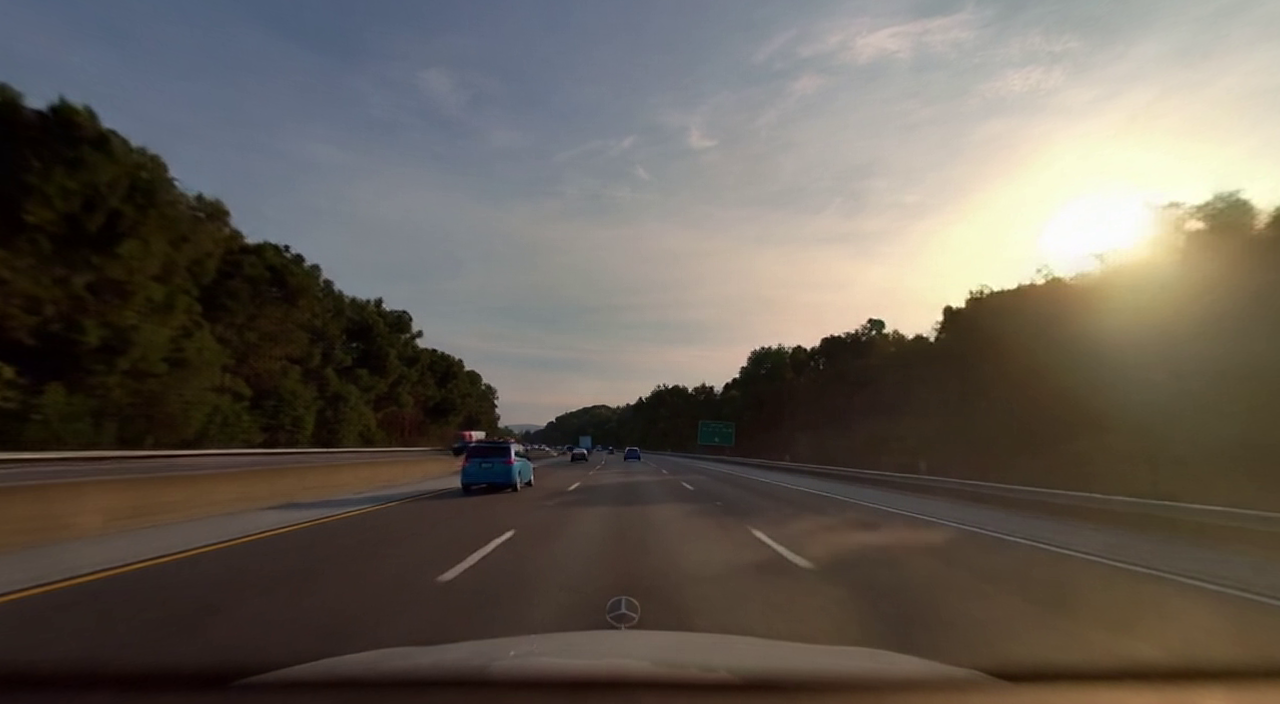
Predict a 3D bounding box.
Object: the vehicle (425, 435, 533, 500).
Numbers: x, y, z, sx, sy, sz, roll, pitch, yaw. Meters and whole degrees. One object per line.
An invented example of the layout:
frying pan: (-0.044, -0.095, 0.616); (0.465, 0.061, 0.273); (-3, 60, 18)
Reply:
vehicle: (-4.537, 3.305, 18.480); (2.088, 1.675, 4.108); (0, -9, -1)

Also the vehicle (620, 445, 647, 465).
vehicle: (-0.549, 8.090, 49.584); (2.008, 1.499, 3.192); (0, -9, -3)
